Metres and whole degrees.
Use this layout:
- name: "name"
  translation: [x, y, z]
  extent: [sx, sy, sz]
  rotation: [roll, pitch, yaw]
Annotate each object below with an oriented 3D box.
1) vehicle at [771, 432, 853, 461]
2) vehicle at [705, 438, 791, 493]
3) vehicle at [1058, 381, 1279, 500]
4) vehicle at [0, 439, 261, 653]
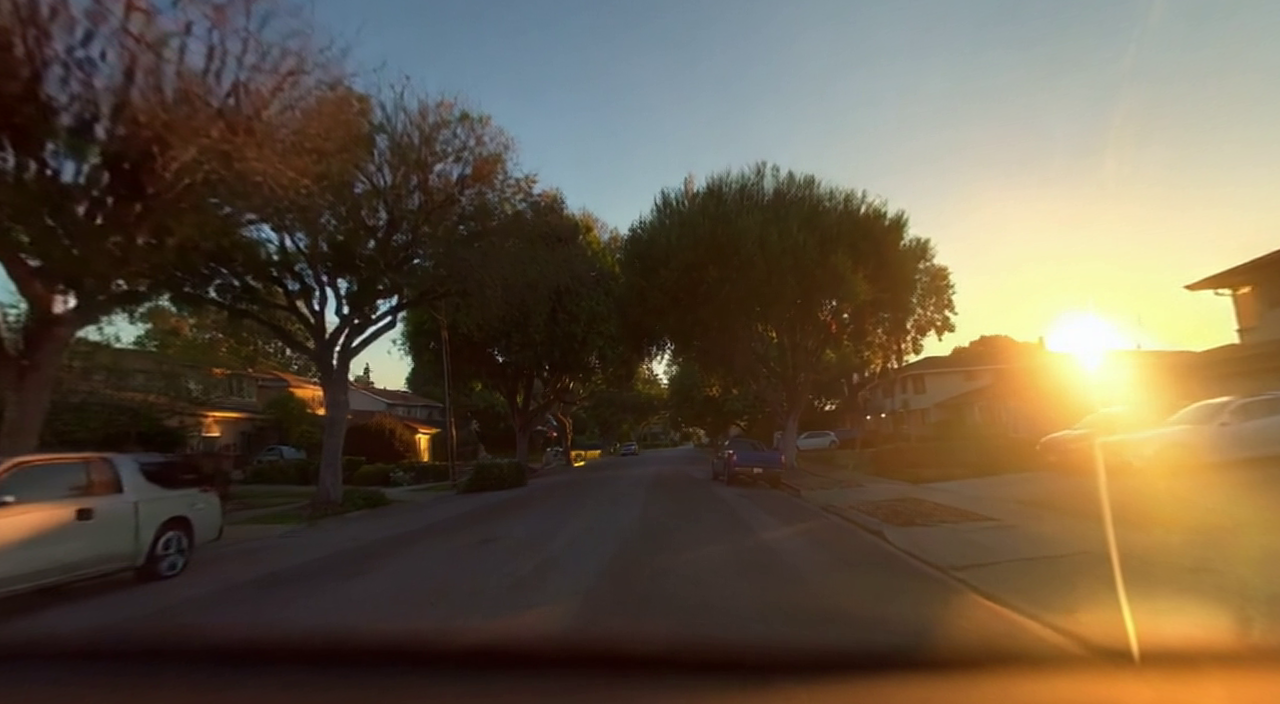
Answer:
- name: "vehicle"
  translation: [11.218, 6.200, 41.295]
  extent: [4.710, 1.512, 1.894]
  rotation: [-4, -9, 2]
- name: "vehicle"
  translation: [3.225, 3.485, 19.700]
  extent: [2.006, 1.494, 4.211]
  rotation: [0, -8, 1]
- name: "vehicle"
  translation: [11.364, 1.566, 11.974]
  extent: [5.097, 1.824, 2.113]
  rotation: [-6, -9, 2]
- name: "vehicle"
  translation: [-5.850, 1.598, 5.579]
  extent: [1.995, 1.608, 4.596]
  rotation: [0, -8, 2]
